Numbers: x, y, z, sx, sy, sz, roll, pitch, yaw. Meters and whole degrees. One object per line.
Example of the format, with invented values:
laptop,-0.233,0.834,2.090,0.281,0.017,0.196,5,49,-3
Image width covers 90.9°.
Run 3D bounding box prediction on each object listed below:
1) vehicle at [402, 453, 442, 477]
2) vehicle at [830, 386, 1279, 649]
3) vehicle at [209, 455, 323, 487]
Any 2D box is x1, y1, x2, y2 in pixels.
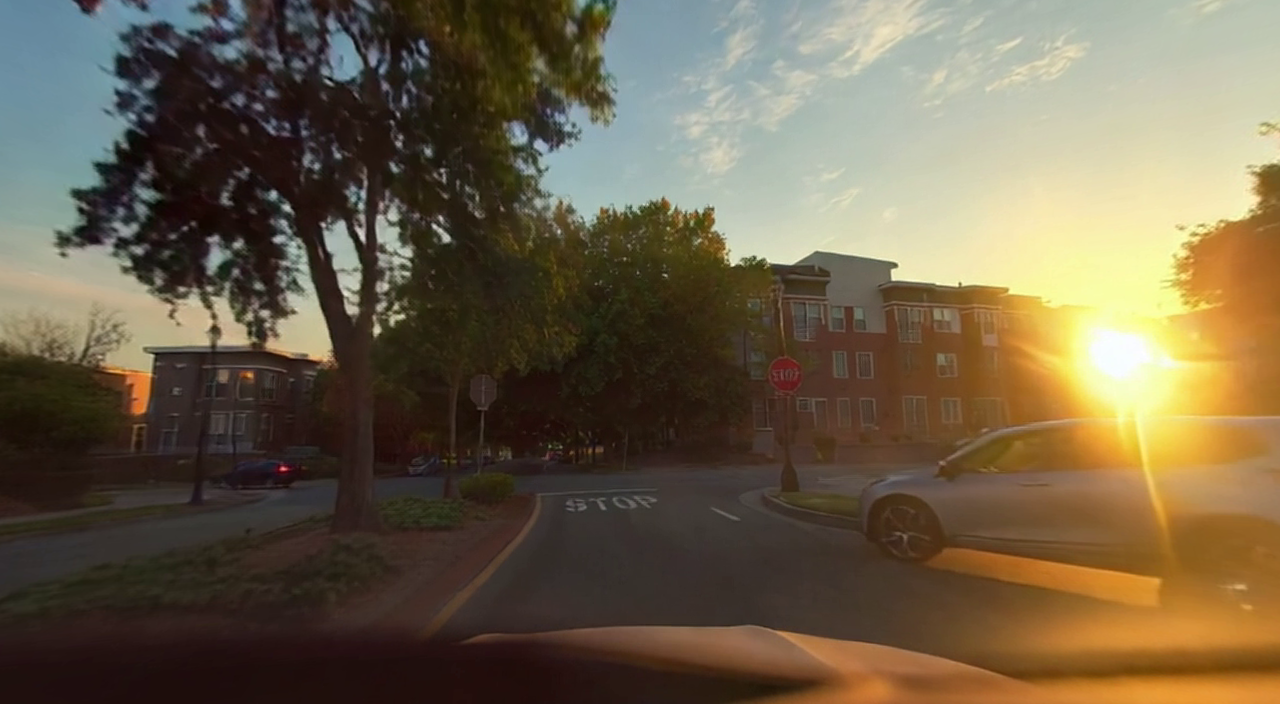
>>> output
vehicle,-15.229,7.901,44.206,2.027,1.475,4.522,2,-8,-12
vehicle,4.133,1.232,5.393,2.065,1.529,4.709,1,-10,-25
vehicle,-19.230,6.128,32.547,4.654,1.503,1.951,0,-8,3
